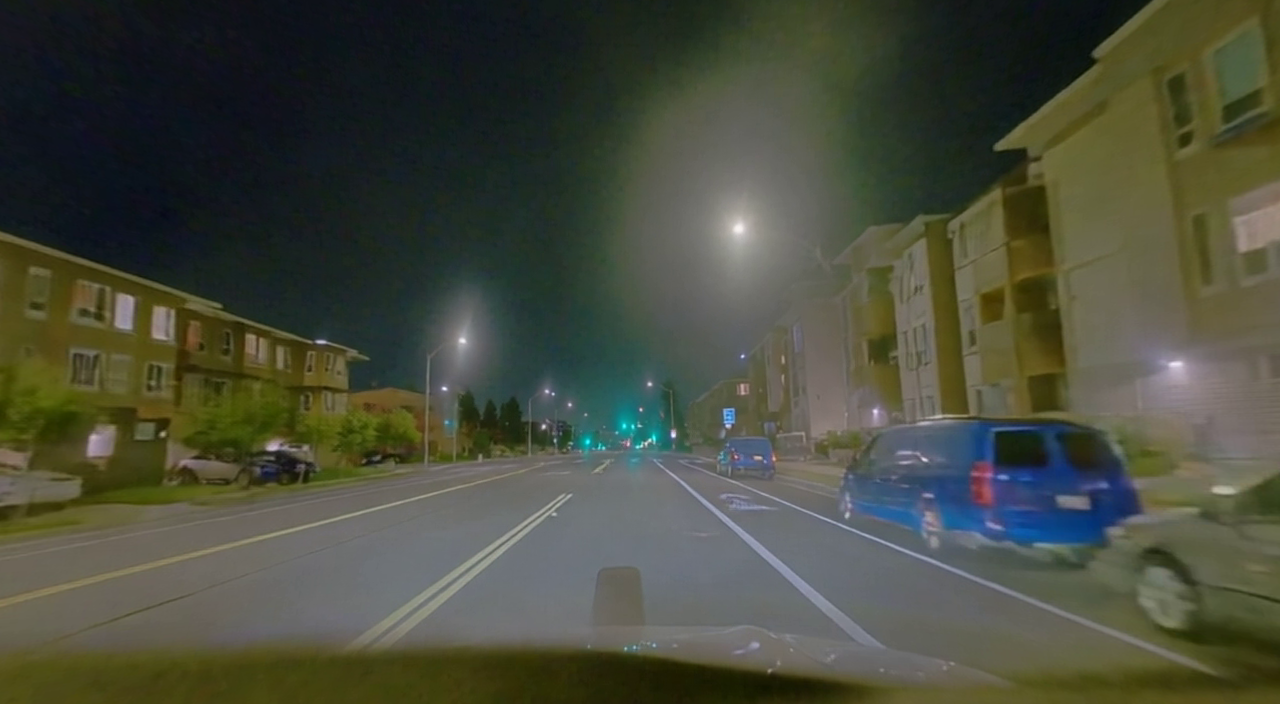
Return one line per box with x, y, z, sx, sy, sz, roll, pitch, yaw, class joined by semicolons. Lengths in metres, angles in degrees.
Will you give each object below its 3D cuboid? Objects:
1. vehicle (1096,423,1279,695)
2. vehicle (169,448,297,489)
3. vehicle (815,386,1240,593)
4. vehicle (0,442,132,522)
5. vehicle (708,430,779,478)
4.542;1.004;2.512;1.923;1.493;4.628;0;-8;-1;vehicle
-18.471;5.276;28.856;4.397;1.768;1.956;1;-8;-4;vehicle
4.531;1.741;9.027;2.254;1.968;5.838;0;-8;-1;vehicle
-17.774;3.493;17.345;5.645;1.996;2.259;0;-8;0;vehicle
4.339;4.363;27.248;2.052;1.859;4.778;1;-8;-3;vehicle
